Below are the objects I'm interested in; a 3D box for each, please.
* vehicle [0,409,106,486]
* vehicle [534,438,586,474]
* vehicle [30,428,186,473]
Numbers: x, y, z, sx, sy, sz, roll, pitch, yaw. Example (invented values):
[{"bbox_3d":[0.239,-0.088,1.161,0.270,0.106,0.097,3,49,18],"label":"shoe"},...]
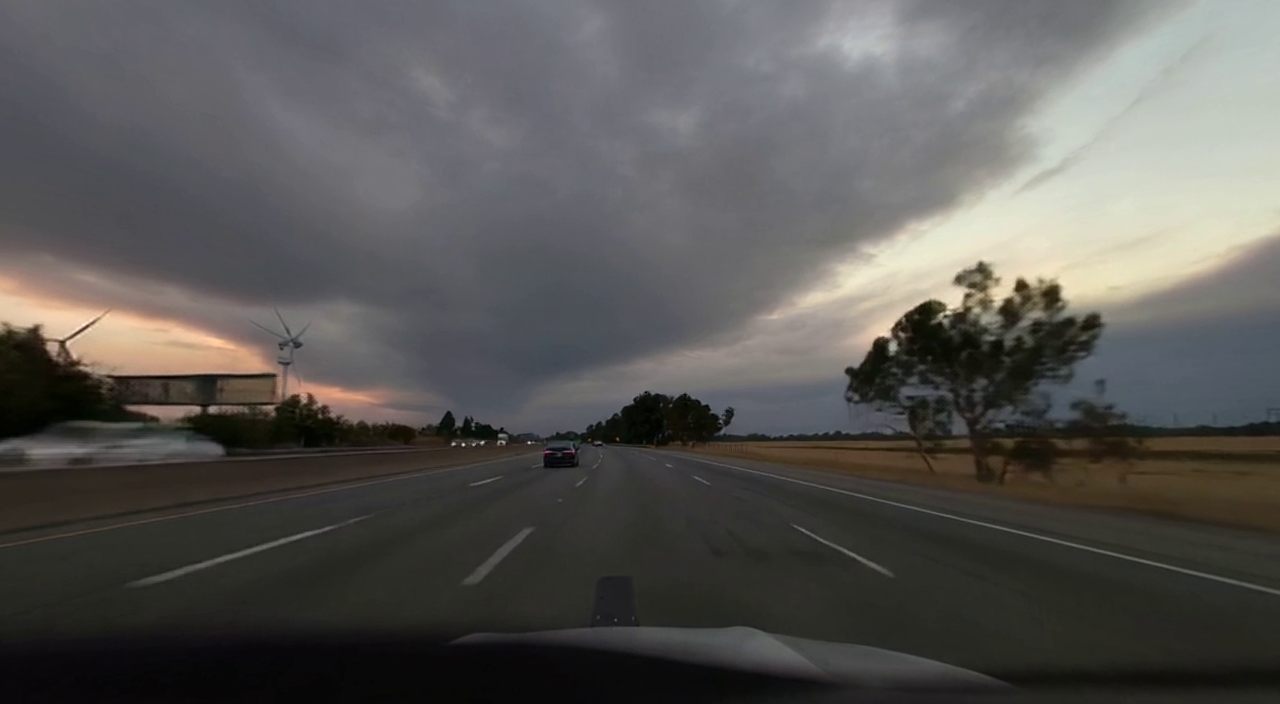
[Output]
[{"bbox_3d":[-15.369,2.205,14.485,2.223,1.682,4.489,0,-8,-1],"label":"vehicle"},{"bbox_3d":[-3.767,4.952,30.293,2.053,1.549,4.097,0,-8,-2],"label":"vehicle"},{"bbox_3d":[-19.203,3.567,23.076,1.788,1.453,4.611,0,-8,-2],"label":"vehicle"}]
